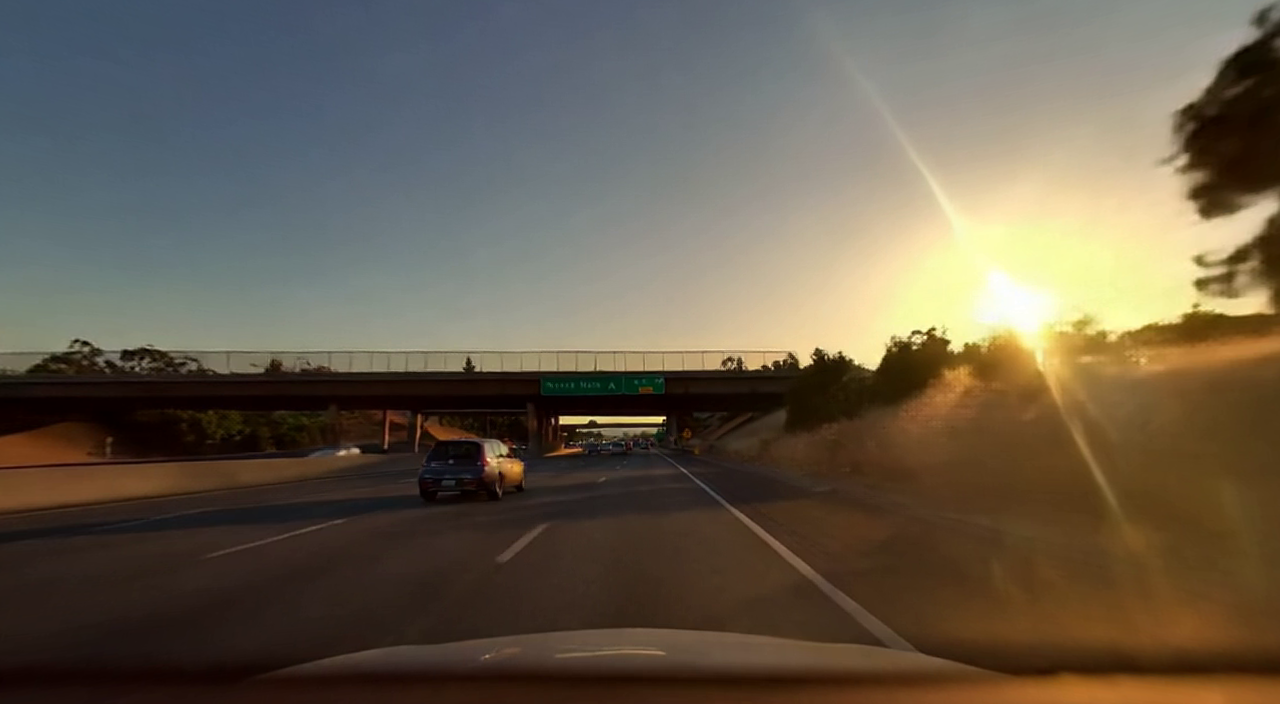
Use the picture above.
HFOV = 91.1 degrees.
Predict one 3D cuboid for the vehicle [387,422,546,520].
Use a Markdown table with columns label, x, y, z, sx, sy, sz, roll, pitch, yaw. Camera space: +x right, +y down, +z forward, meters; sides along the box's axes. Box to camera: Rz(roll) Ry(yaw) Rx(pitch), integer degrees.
| label | x | y | z | sx | sy | sz | roll | pitch | yaw |
| --- | --- | --- | --- | --- | --- | --- | --- | --- | --- |
| vehicle | -3.411 | 2.436 | 13.379 | 2.048 | 1.705 | 4.384 | 0 | -8 | 1 |
